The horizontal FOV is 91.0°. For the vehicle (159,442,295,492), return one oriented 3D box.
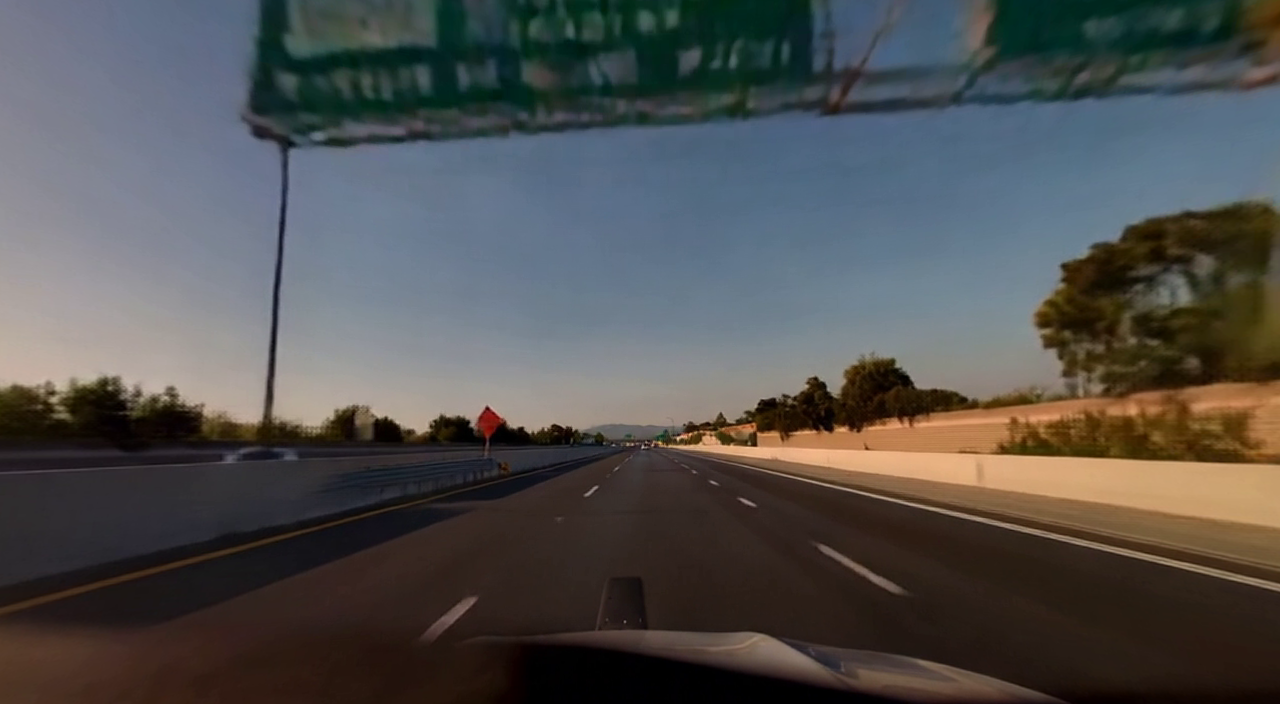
[{"bbox_3d":[-15.476,4.300,23.959,2.024,1.680,4.573,0,-8,0],"label":"vehicle"}]
